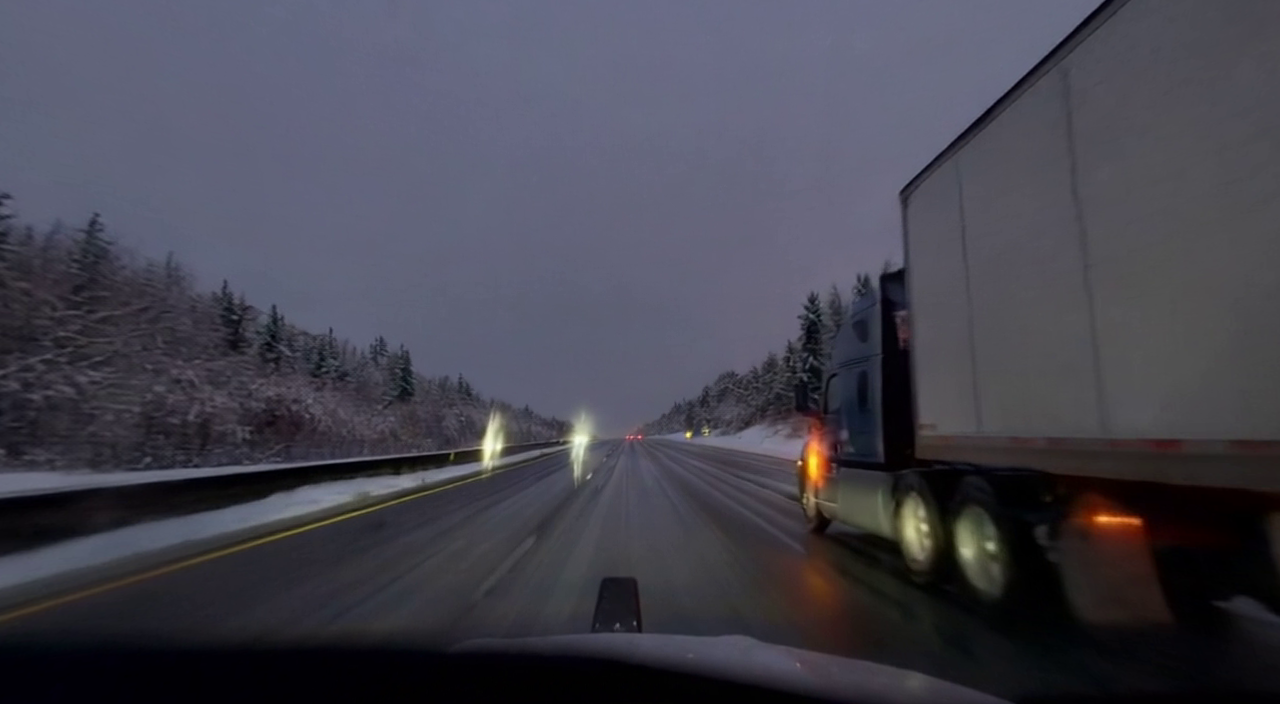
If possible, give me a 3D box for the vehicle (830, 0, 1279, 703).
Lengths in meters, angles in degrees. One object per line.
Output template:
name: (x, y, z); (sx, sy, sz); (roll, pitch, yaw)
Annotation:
vehicle: (4.059, -0.531, 0.832); (2.920, 4.029, 13.900); (0, -8, -2)
